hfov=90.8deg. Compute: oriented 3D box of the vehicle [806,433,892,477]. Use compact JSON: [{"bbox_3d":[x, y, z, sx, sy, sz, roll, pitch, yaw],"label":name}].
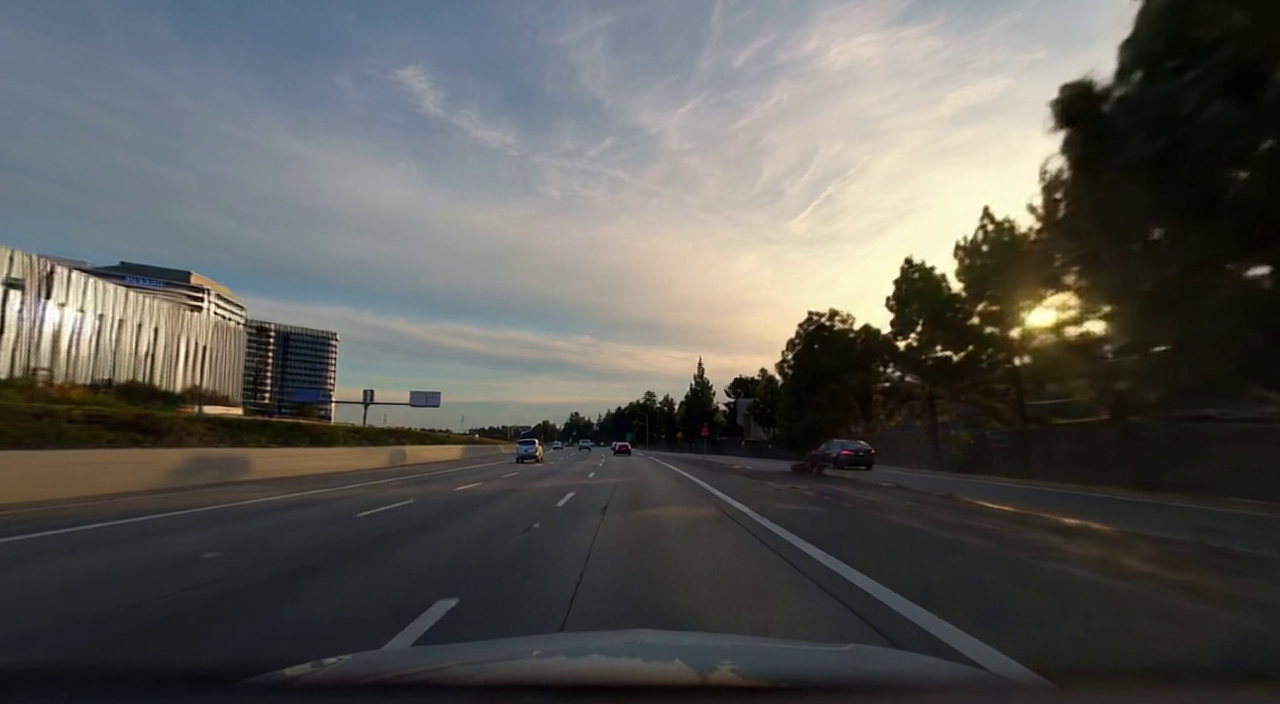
[{"bbox_3d":[9.323,4.616,28.531,2.023,1.782,4.193,1,-9,-7],"label":"vehicle"}]
